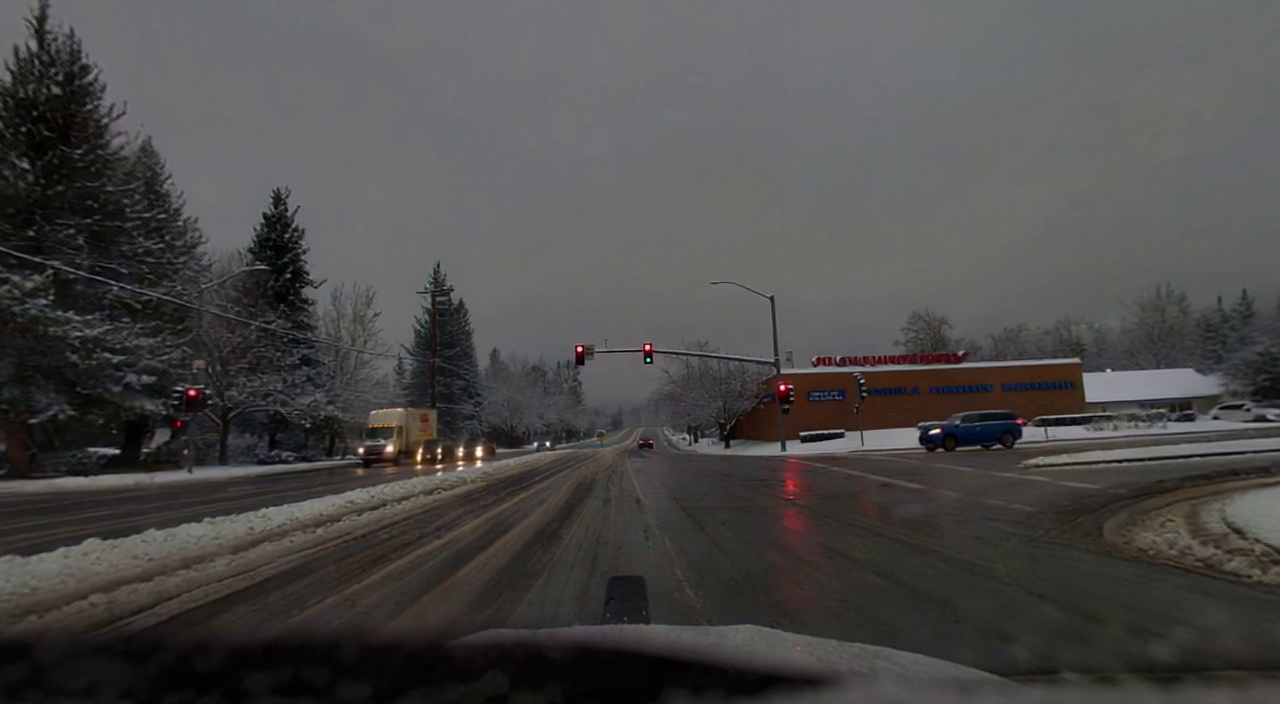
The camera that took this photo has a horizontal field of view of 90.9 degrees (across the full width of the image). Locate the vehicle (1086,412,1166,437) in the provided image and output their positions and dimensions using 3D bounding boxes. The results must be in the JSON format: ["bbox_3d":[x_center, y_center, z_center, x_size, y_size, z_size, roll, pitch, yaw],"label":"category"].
[{"bbox_3d":[31.361,4.737,40.838,1.823,1.480,4.003,0,-8,-4],"label":"vehicle"}]

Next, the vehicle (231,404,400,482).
[{"bbox_3d":[-16.578,4.863,33.667,3.161,3.455,11.058,0,-8,0],"label":"vehicle"}]

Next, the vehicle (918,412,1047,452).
[{"bbox_3d":[15.124,3.568,27.999,4.566,1.670,2.000,0,-8,-3],"label":"vehicle"}]

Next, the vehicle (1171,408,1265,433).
[{"bbox_3d":[38.319,4.620,41.966,1.715,1.480,4.701,0,-8,-1],"label":"vehicle"}]

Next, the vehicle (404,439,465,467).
[{"bbox_3d":[-12.074,5.964,37.387,1.996,1.482,4.772,0,-8,0],"label":"vehicle"}]

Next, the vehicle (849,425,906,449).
[{"bbox_3d":[17.343,6.235,46.180,3.329,1.415,1.821,-6,-9,2],"label":"vehicle"}]
